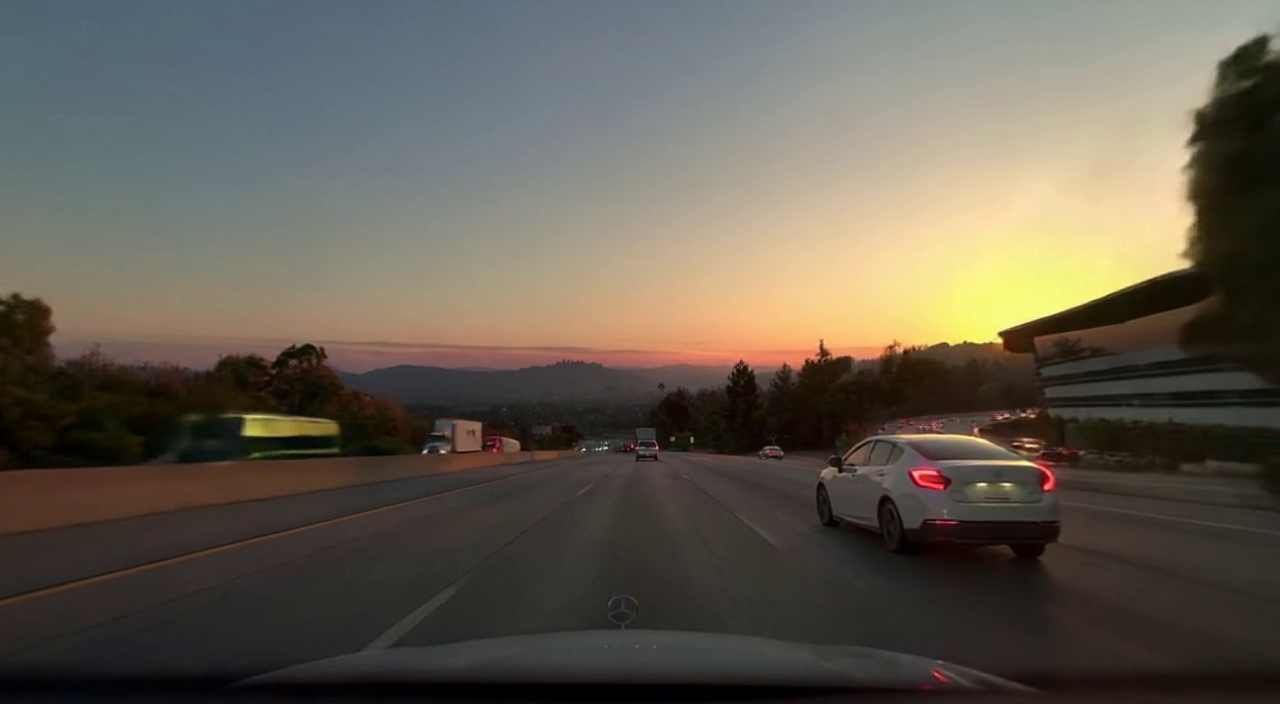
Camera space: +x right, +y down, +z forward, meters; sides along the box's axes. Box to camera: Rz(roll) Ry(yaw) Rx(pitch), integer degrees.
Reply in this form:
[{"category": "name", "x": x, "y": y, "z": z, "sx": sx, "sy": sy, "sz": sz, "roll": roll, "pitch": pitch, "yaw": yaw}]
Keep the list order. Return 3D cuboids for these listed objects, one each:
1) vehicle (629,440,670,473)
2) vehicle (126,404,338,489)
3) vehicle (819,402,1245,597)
[{"category": "vehicle", "x": 0.453, "y": 5.472, "z": 33.117, "sx": 2.015, "sy": 1.639, "sz": 4.086, "roll": 0, "pitch": -9, "yaw": 0}, {"category": "vehicle", "x": -12.150, "y": 2.948, "z": 19.580, "sx": 2.304, "sy": 2.203, "sz": 6.144, "roll": 0, "pitch": -9, "yaw": 2}, {"category": "vehicle", "x": 3.959, "y": 1.610, "z": 7.792, "sx": 2.008, "sy": 1.595, "sz": 5.082, "roll": 0, "pitch": -9, "yaw": 0}]
